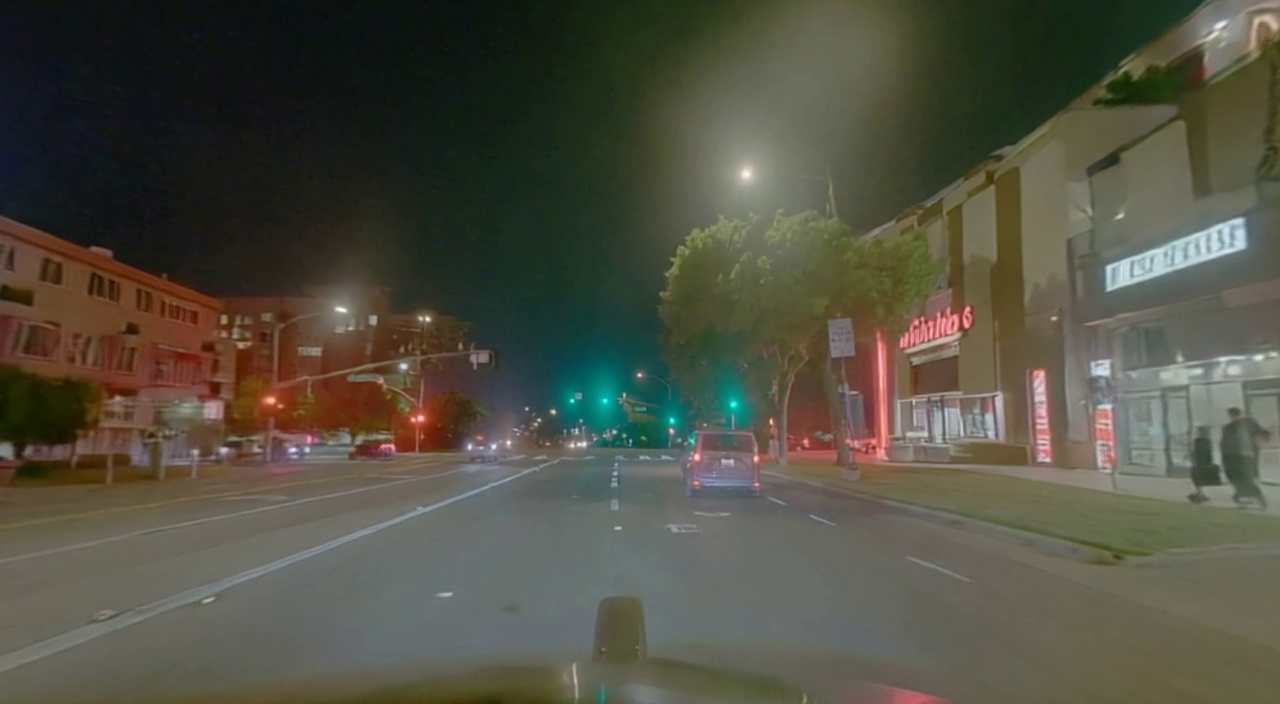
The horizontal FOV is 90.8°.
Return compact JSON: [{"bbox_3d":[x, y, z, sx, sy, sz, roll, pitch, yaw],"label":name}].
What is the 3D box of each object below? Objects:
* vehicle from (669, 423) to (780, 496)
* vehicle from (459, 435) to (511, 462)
[{"bbox_3d":[2.065,2.806,16.870,2.230,1.683,4.204,0,-8,-2],"label":"vehicle"},{"bbox_3d":[-8.934,5.596,36.746,1.924,1.458,4.448,0,-8,-1],"label":"vehicle"}]
